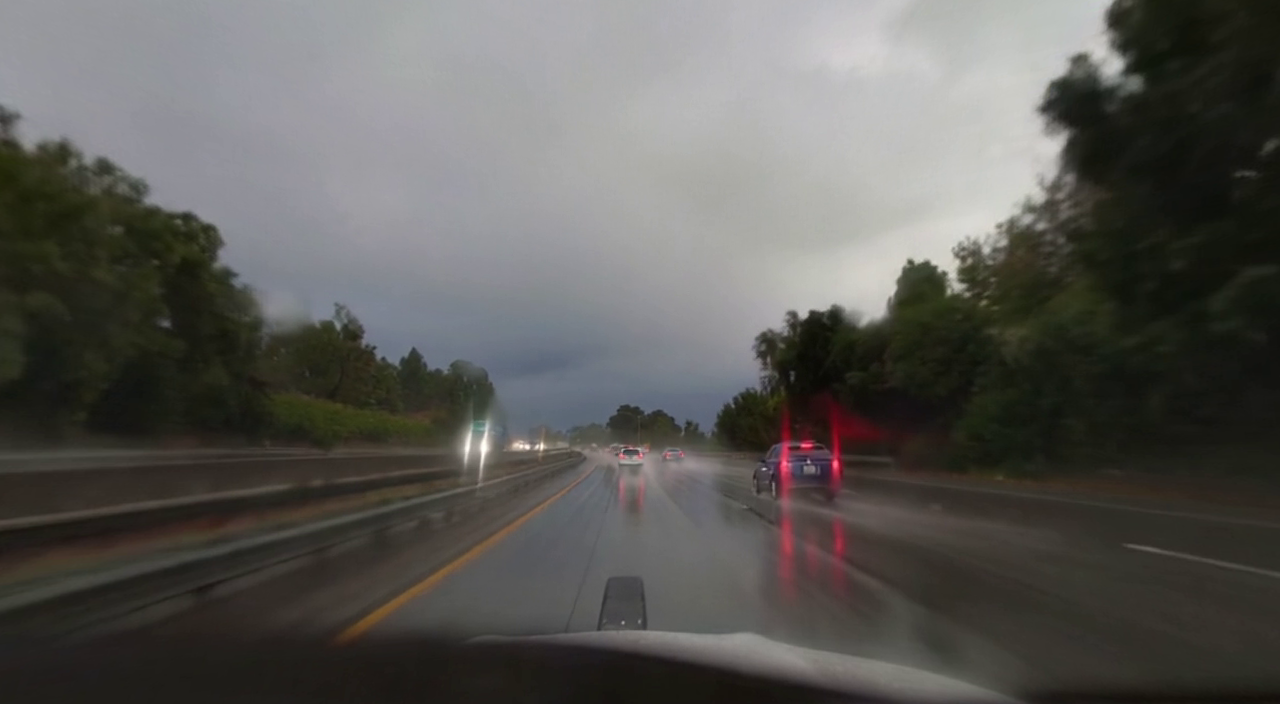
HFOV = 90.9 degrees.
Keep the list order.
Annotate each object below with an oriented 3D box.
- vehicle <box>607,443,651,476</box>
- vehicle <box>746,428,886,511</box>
[{"bbox_3d":[-0.575,5.274,31.074,2.050,1.534,3.771,0,-9,-2],"label":"vehicle"},{"bbox_3d":[3.819,2.644,14.491,2.013,1.623,3.916,0,-9,-1],"label":"vehicle"}]
